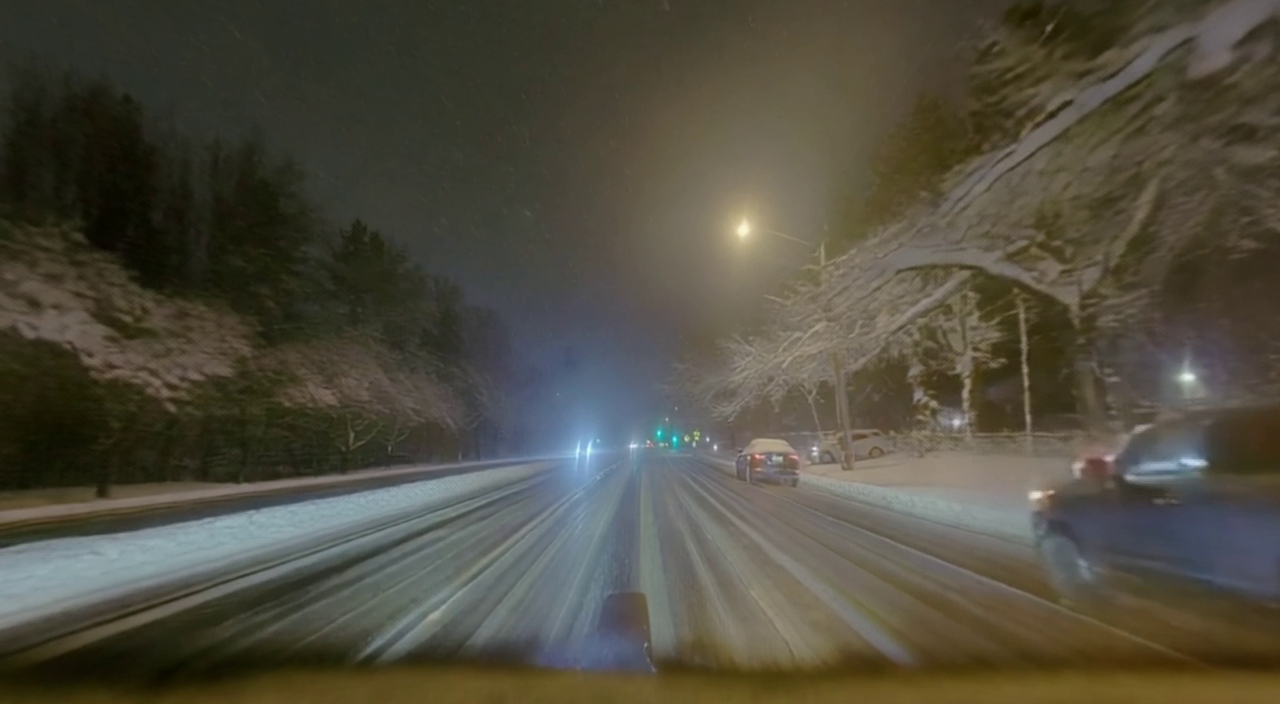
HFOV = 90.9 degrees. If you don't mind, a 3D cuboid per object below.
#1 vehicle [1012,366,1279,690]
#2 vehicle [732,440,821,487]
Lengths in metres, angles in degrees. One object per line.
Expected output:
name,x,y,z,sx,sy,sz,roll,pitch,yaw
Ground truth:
vehicle,4.551,0.926,3.267,2.205,1.728,4.855,0,-8,-1
vehicle,4.710,3.916,22.571,2.184,1.496,4.615,0,-8,0
